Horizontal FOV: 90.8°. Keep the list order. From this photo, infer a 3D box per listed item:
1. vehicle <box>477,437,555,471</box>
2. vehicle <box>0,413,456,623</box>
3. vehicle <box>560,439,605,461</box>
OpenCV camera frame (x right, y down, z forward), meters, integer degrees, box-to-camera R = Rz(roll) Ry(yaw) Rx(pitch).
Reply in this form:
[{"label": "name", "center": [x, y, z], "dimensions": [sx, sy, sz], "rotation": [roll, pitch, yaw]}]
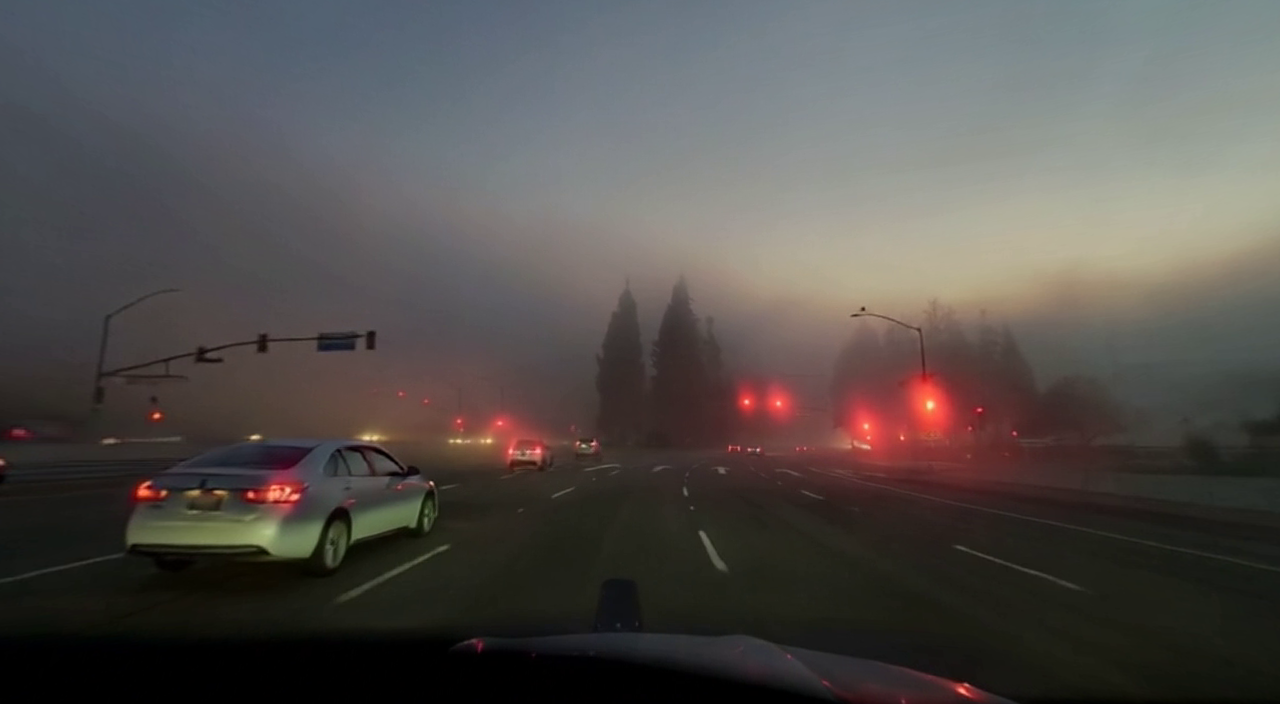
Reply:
[{"label": "vehicle", "center": [-5.835, 4.893, 30.469], "dimensions": [2.080, 1.495, 5.242], "rotation": [-1, -9, 8]}, {"label": "vehicle", "center": [-3.594, 1.493, 6.642], "dimensions": [1.934, 1.463, 4.220], "rotation": [0, -9, 2]}, {"label": "vehicle", "center": [-3.993, 6.911, 44.620], "dimensions": [2.016, 1.501, 4.903], "rotation": [-2, -9, 9]}]
